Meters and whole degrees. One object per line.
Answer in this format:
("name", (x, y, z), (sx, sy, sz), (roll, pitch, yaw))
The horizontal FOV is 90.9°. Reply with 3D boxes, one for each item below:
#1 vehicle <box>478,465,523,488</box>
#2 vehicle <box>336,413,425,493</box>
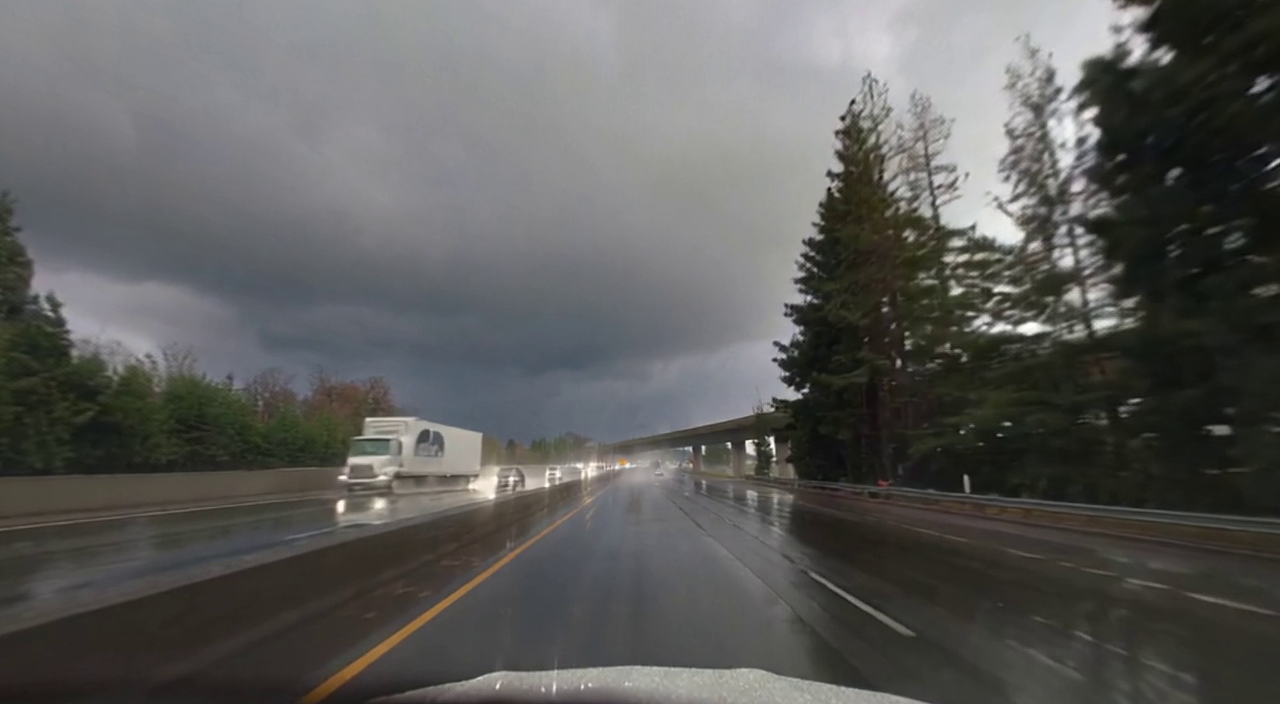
("vehicle", (-9.115, 8.189, 41.540), (1.903, 1.395, 4.235), (1, -10, 1))
("vehicle", (-13.488, 5.316, 33.059), (3.038, 3.896, 3.252), (1, -10, 0))
